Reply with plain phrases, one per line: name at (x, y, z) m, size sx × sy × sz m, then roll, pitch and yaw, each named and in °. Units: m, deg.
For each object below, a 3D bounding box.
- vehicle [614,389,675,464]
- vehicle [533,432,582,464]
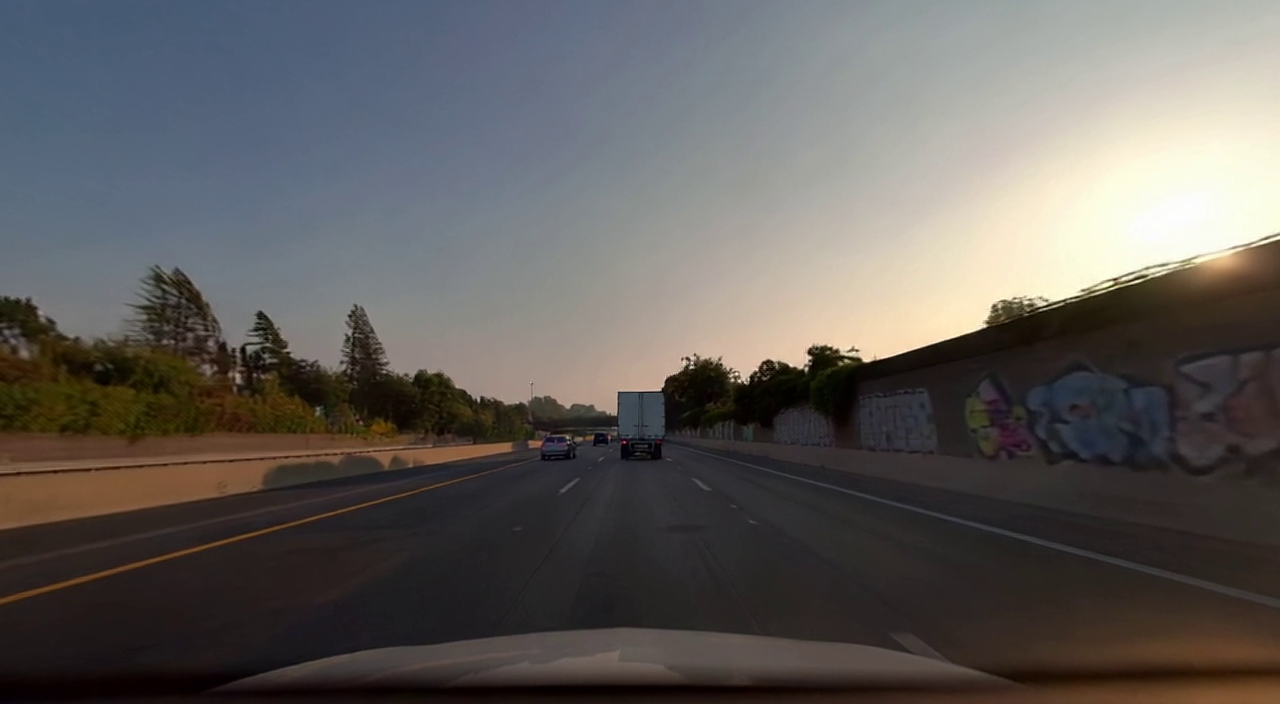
vehicle at (0.122, 4.256, 35.498) m, size 2.927 × 3.649 × 9.443 m, roll 0°, pitch -8°, yaw -1°
vehicle at (-4.167, 4.922, 32.432) m, size 1.948 × 1.526 × 4.525 m, roll 0°, pitch -8°, yaw 0°
